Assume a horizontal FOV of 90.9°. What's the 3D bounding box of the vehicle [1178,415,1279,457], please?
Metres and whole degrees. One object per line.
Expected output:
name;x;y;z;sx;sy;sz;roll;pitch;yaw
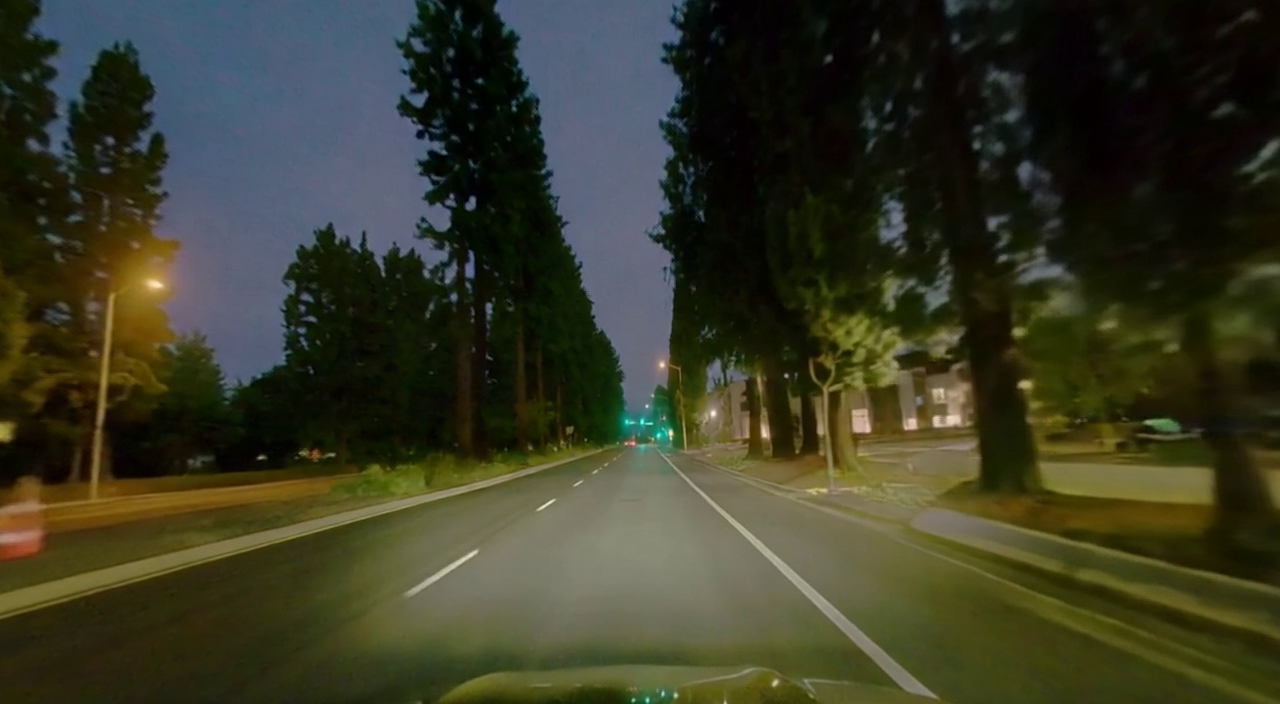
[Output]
vehicle;21.883;2.944;22.053;4.271;1.424;1.941;0;-8;1
